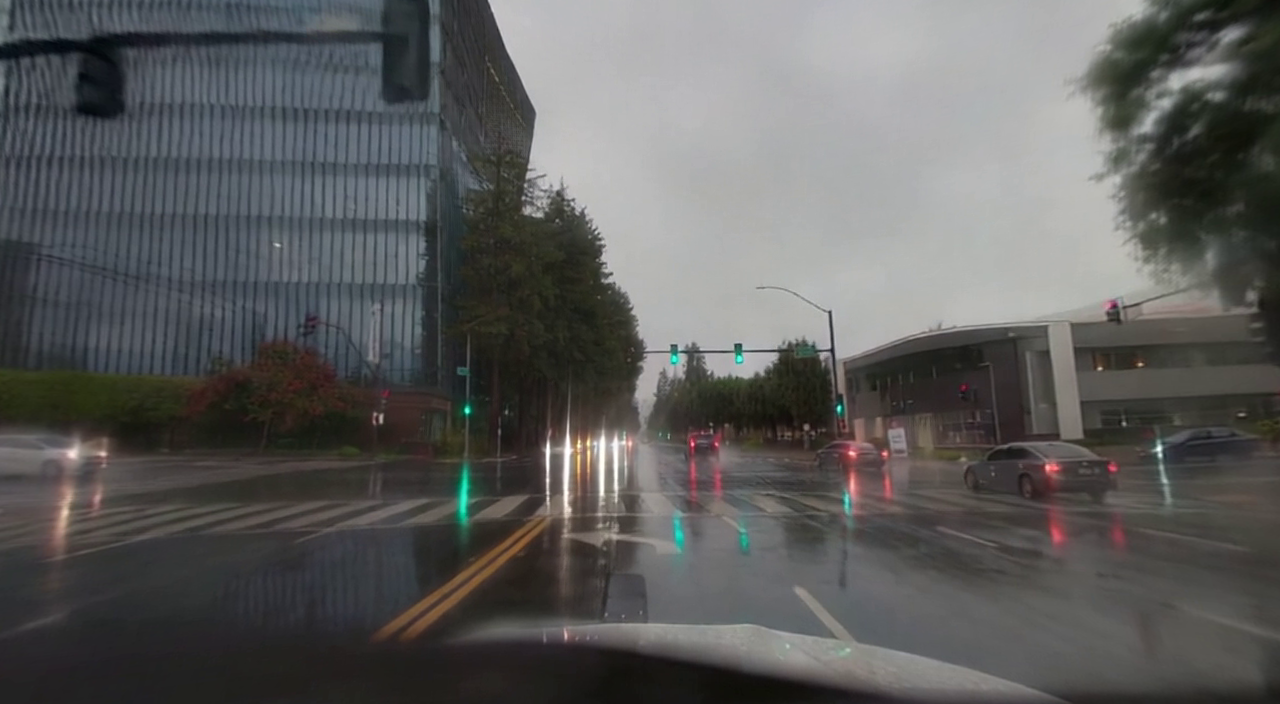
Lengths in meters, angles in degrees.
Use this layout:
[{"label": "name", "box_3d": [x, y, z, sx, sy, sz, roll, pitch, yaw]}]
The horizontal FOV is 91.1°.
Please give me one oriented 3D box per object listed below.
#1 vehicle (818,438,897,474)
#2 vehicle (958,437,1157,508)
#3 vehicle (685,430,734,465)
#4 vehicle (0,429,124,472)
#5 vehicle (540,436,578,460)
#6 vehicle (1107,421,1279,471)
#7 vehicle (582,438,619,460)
[{"label": "vehicle", "box_3d": [9.496, 4.573, 27.793, 1.860, 1.460, 4.379, 0, -9, -1]}, {"label": "vehicle", "box_3d": [9.877, 2.857, 15.376, 1.896, 1.463, 4.296, 0, -9, 0]}, {"label": "vehicle", "box_3d": [3.713, 5.237, 34.392, 2.203, 1.801, 4.331, 0, -9, 0]}, {"label": "vehicle", "box_3d": [-22.945, 3.745, 23.868, 4.856, 1.528, 2.053, -1, -9, 1]}, {"label": "vehicle", "box_3d": [-6.039, 7.268, 47.438, 2.182, 1.677, 4.384, 0, -9, 2]}, {"label": "vehicle", "box_3d": [23.996, 4.026, 26.748, 6.170, 1.978, 2.399, 0, -10, 0]}, {"label": "vehicle", "box_3d": [-2.688, 6.820, 44.074, 2.147, 1.481, 4.331, 0, -9, 2]}]
